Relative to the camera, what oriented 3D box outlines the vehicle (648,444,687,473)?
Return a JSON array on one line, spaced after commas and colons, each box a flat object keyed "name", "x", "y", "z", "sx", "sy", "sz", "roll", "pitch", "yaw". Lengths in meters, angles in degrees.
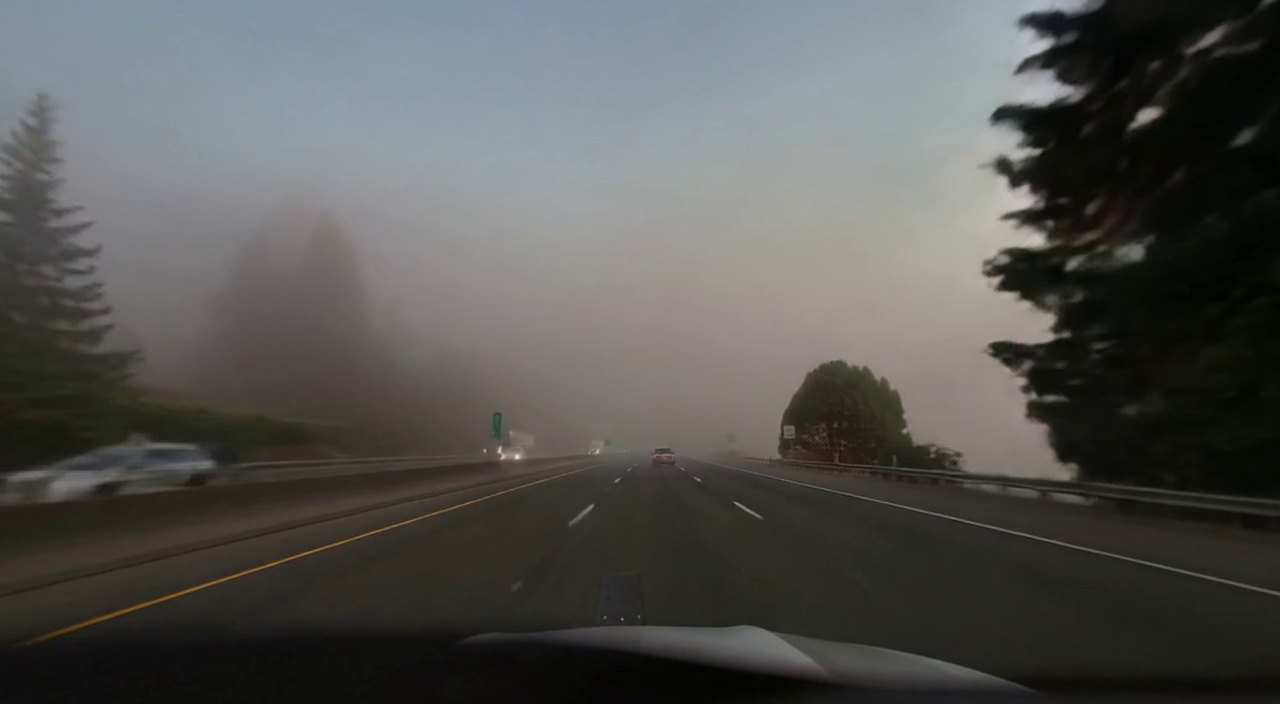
[{"name": "vehicle", "x": 1.638, "y": 6.583, "z": 39.028, "sx": 2.231, "sy": 1.652, "sz": 4.503, "roll": 0, "pitch": -9, "yaw": 1}]
